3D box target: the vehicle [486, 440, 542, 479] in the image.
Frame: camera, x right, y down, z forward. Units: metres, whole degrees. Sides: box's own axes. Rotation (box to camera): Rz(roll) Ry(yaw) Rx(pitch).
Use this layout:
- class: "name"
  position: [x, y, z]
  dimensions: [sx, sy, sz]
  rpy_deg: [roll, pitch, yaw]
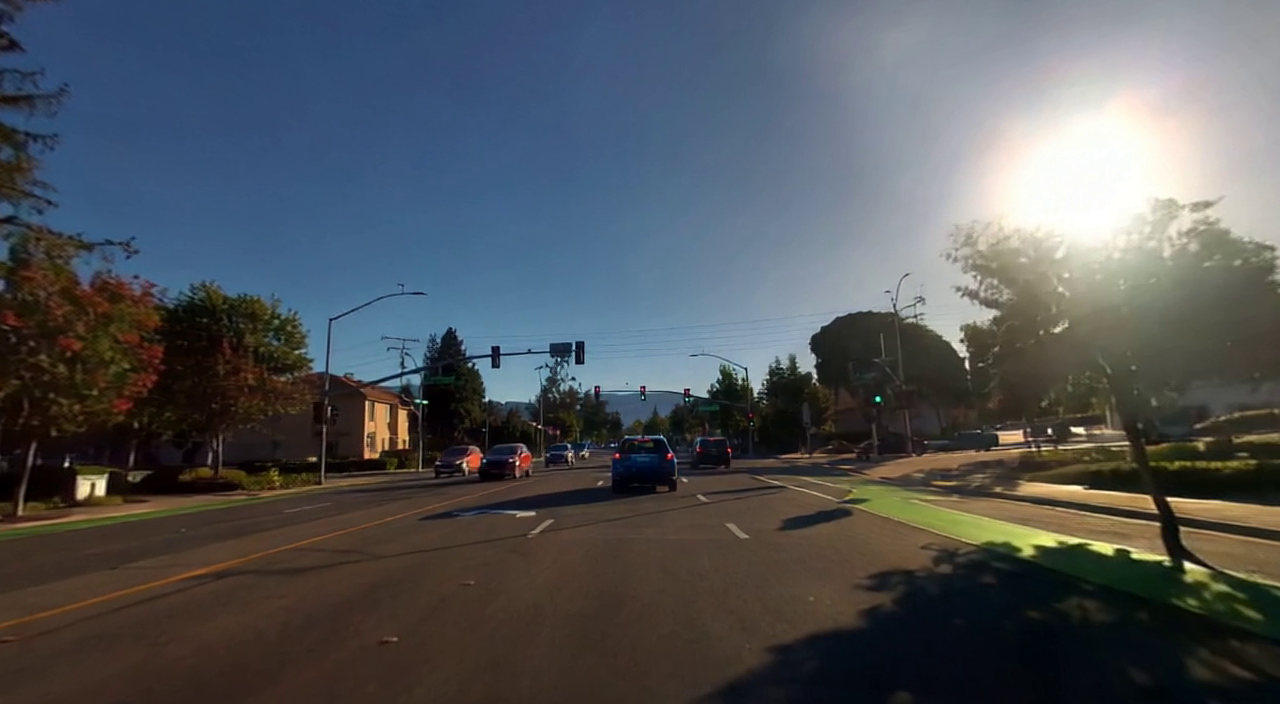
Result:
- class: "vehicle"
  position: [-6.530, 5.617, 33.232]
  dimensions: [1.949, 1.891, 4.439]
  rpy_deg: [0, -8, 1]

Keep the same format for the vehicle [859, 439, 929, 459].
- class: "vehicle"
  position: [19.504, 7.500, 48.596]
  dimensions: [4.587, 1.490, 1.825]
  rpy_deg: [0, -8, 2]

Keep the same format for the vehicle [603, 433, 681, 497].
- class: "vehicle"
  position: [0.058, 3.378, 19.208]
  dimensions: [2.109, 1.730, 3.963]
  rpy_deg: [0, -8, 0]

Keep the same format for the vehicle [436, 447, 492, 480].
- class: "vehicle"
  position: [-10.478, 6.641, 37.814]
  dimensions: [1.974, 1.794, 4.580]
  rpy_deg: [0, -8, 1]

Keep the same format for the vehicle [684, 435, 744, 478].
- class: "vehicle"
  position: [3.341, 4.815, 29.339]
  dimensions: [2.189, 1.815, 4.495]
  rpy_deg: [0, -8, 0]
